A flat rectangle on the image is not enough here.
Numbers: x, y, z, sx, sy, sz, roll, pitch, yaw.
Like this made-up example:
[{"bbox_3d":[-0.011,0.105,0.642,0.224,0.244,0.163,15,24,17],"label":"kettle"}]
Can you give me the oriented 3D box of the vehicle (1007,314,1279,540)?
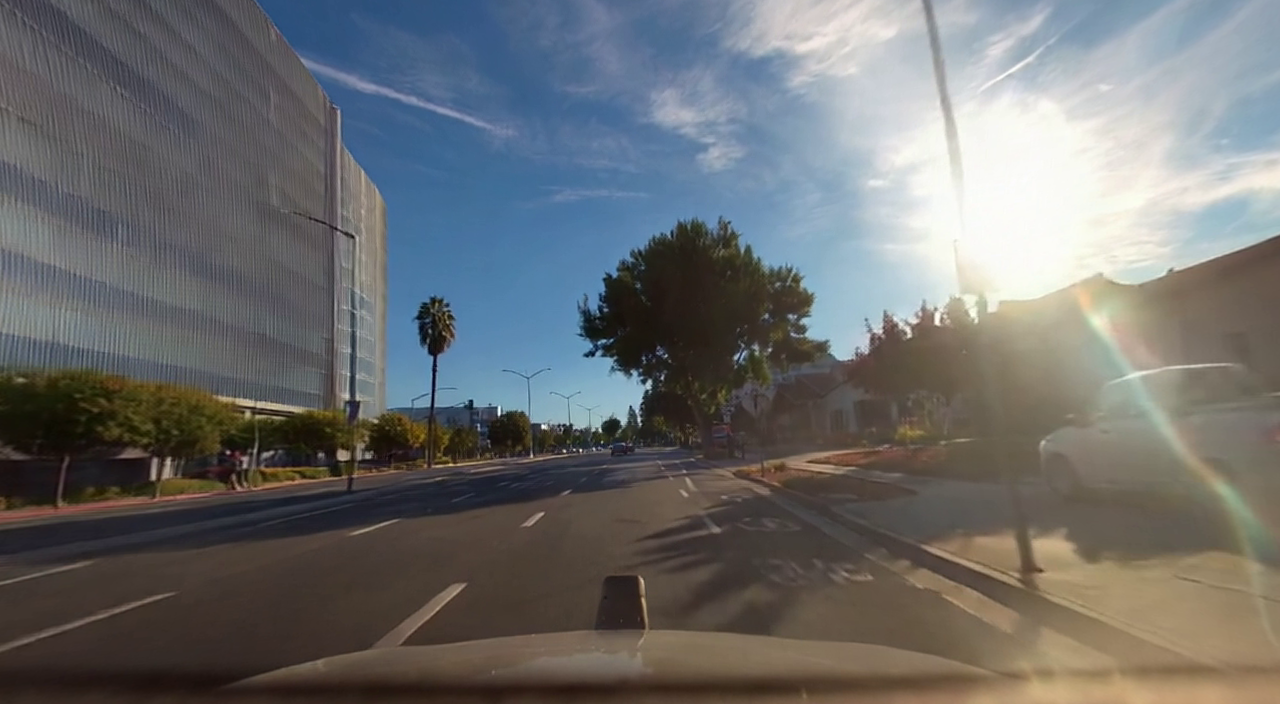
[{"bbox_3d":[6.660,0.921,7.274,2.038,1.941,4.943,0,-8,2],"label":"vehicle"}]
